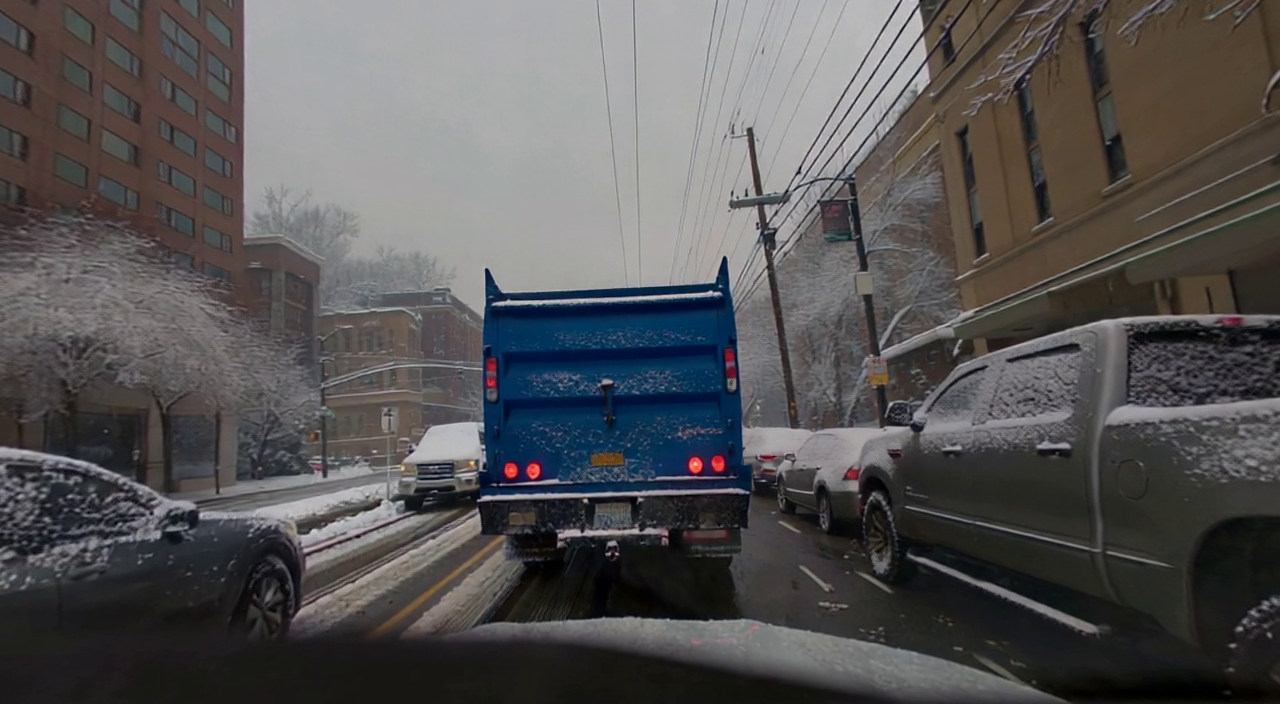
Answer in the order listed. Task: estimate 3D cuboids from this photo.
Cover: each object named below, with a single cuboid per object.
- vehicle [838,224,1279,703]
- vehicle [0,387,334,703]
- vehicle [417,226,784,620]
[{"bbox_3d":[3.237,0.846,3.846,2.242,1.979,5.722,0,-8,1],"label":"vehicle"},{"bbox_3d":[-4.119,1.157,4.083,1.988,1.657,4.492,0,-8,0],"label":"vehicle"},{"bbox_3d":[-0.236,1.116,9.268,2.878,3.204,8.244,0,-8,1],"label":"vehicle"}]
